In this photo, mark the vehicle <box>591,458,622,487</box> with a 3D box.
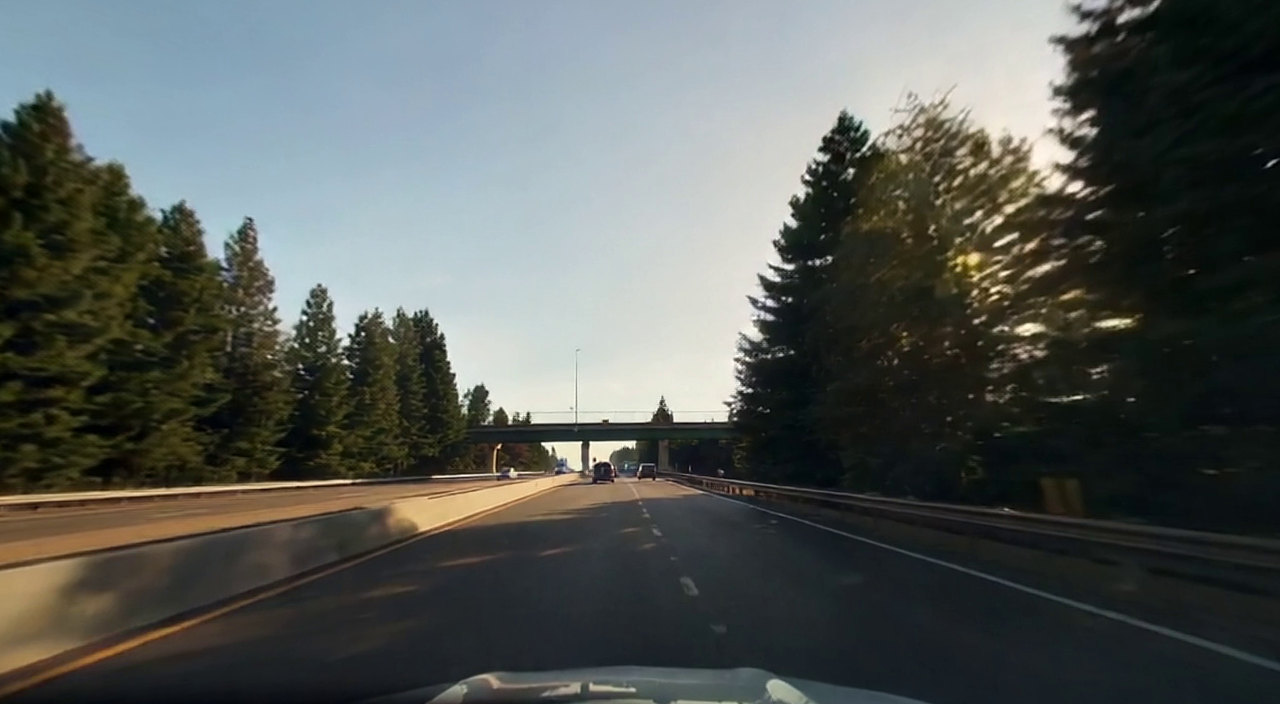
[{"bbox_3d":[-2.459,8.949,46.746,2.162,1.973,4.341,1,-11,-2],"label":"vehicle"}]
